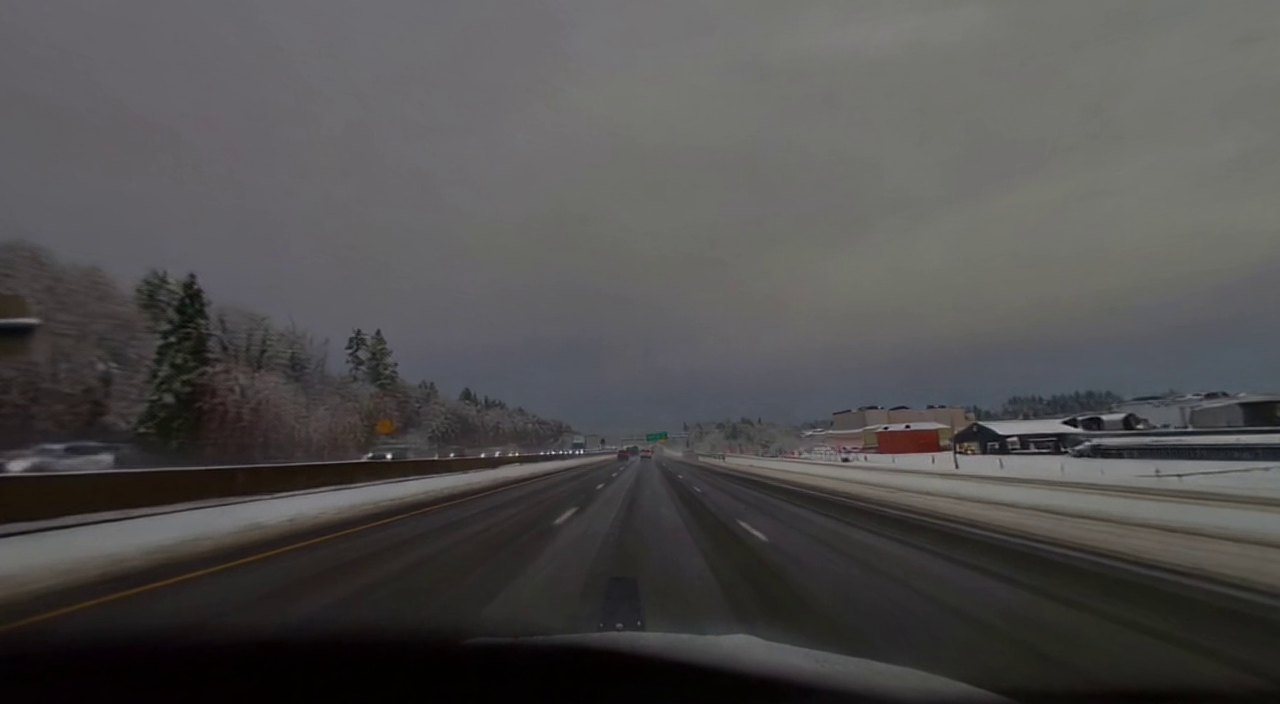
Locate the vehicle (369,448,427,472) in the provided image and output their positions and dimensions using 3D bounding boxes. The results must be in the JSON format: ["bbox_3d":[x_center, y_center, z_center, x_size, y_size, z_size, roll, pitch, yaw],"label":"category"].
[{"bbox_3d":[-16.064,7.191,42.145,1.903,1.504,4.720,-1,-9,1],"label":"vehicle"}]

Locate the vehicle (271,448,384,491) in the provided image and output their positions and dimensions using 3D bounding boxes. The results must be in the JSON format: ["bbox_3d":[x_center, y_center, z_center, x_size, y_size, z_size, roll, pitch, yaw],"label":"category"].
[{"bbox_3d":[-11.364,4.286,23.336,1.894,1.437,4.443,0,-9,0],"label":"vehicle"}]

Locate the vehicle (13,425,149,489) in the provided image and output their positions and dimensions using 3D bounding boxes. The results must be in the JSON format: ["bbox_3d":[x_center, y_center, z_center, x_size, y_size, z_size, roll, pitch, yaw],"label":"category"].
[{"bbox_3d":[-20.212,3.808,22.993,1.890,2.116,3.173,0,-9,1],"label":"vehicle"}]
